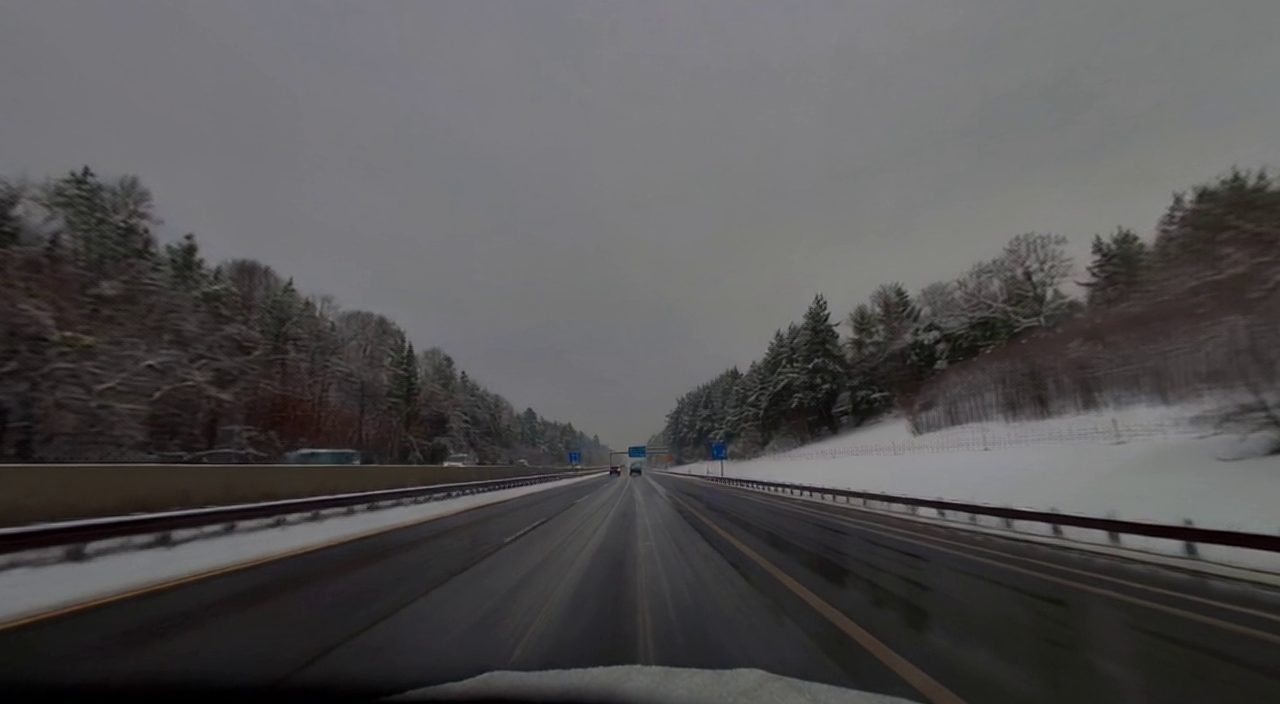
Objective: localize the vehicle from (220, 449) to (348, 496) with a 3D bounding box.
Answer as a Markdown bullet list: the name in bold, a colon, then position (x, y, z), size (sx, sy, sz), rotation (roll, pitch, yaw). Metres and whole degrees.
- **vehicle**: position (-12.754, 4.376, 22.978), size (1.989, 1.497, 4.491), rotation (1, -10, 0)
